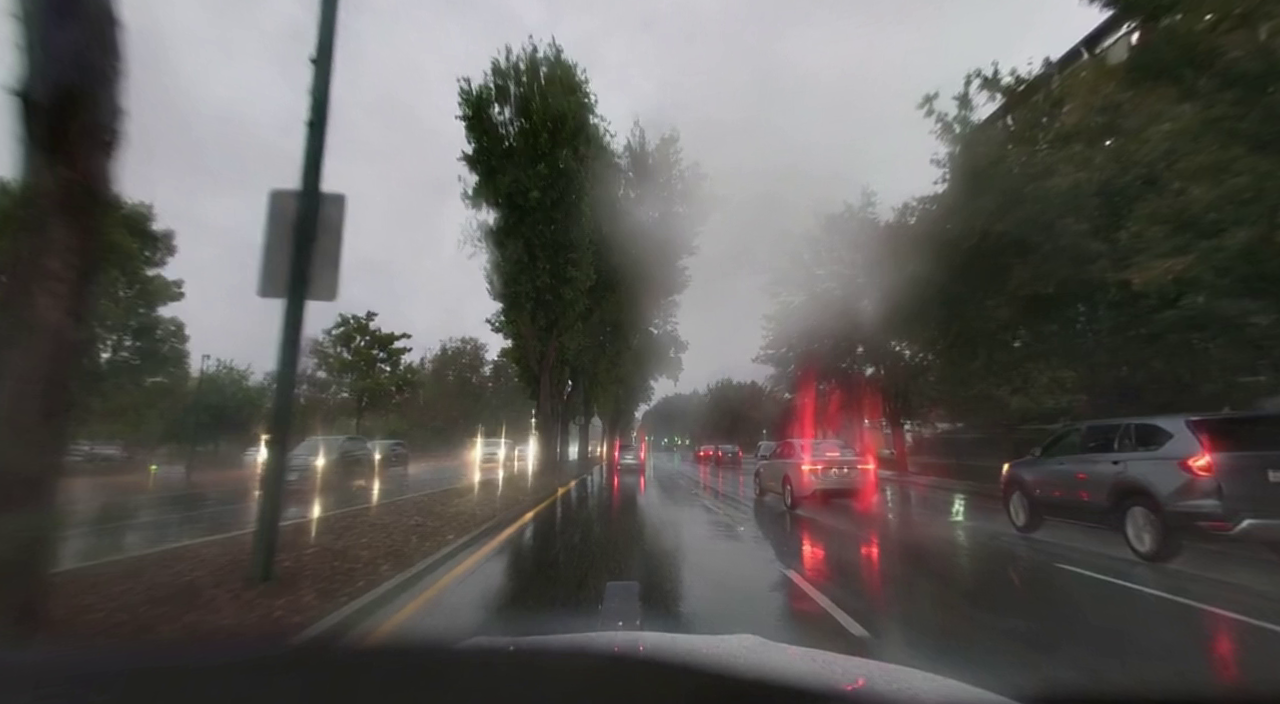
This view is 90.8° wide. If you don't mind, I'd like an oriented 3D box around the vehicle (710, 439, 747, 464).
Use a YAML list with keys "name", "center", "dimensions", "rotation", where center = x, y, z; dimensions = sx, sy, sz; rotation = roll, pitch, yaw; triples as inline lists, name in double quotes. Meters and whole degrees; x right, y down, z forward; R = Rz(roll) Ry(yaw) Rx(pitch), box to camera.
- name: "vehicle"
  center: [6.785, 7.662, 48.826]
  dimensions: [2.068, 1.779, 4.567]
  rotation: [0, -9, -2]

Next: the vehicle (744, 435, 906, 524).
- name: "vehicle"
  center: [3.412, 2.428, 12.606]
  dimensions: [1.858, 1.466, 4.230]
  rotation: [0, -9, -2]

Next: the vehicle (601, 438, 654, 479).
- name: "vehicle"
  center: [-0.487, 4.241, 25.352]
  dimensions: [1.994, 1.479, 3.647]
  rotation: [0, -9, -1]

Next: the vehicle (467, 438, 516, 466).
- name: "vehicle"
  center: [-9.428, 6.392, 40.480]
  dimensions: [1.950, 1.717, 4.299]
  rotation: [0, -9, 1]

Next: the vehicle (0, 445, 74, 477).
- name: "vehicle"
  center: [-29.972, 5.152, 30.001]
  dimensions: [4.235, 1.404, 2.018]
  rotation: [0, -9, 2]

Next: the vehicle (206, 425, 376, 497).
- name: "vehicle"
  center: [-9.899, 3.131, 18.490]
  dimensions: [2.087, 1.816, 4.793]
  rotation: [0, -9, 2]

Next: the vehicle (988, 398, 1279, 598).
- name: "vehicle"
  center: [6.872, 1.675, 8.099]
  dimensions: [2.134, 1.810, 4.590]
  rotation: [0, -8, -1]

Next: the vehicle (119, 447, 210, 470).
- name: "vehicle"
  center: [-30.681, 6.855, 40.805]
  dimensions: [4.355, 1.411, 1.922]
  rotation: [0, -9, 3]
